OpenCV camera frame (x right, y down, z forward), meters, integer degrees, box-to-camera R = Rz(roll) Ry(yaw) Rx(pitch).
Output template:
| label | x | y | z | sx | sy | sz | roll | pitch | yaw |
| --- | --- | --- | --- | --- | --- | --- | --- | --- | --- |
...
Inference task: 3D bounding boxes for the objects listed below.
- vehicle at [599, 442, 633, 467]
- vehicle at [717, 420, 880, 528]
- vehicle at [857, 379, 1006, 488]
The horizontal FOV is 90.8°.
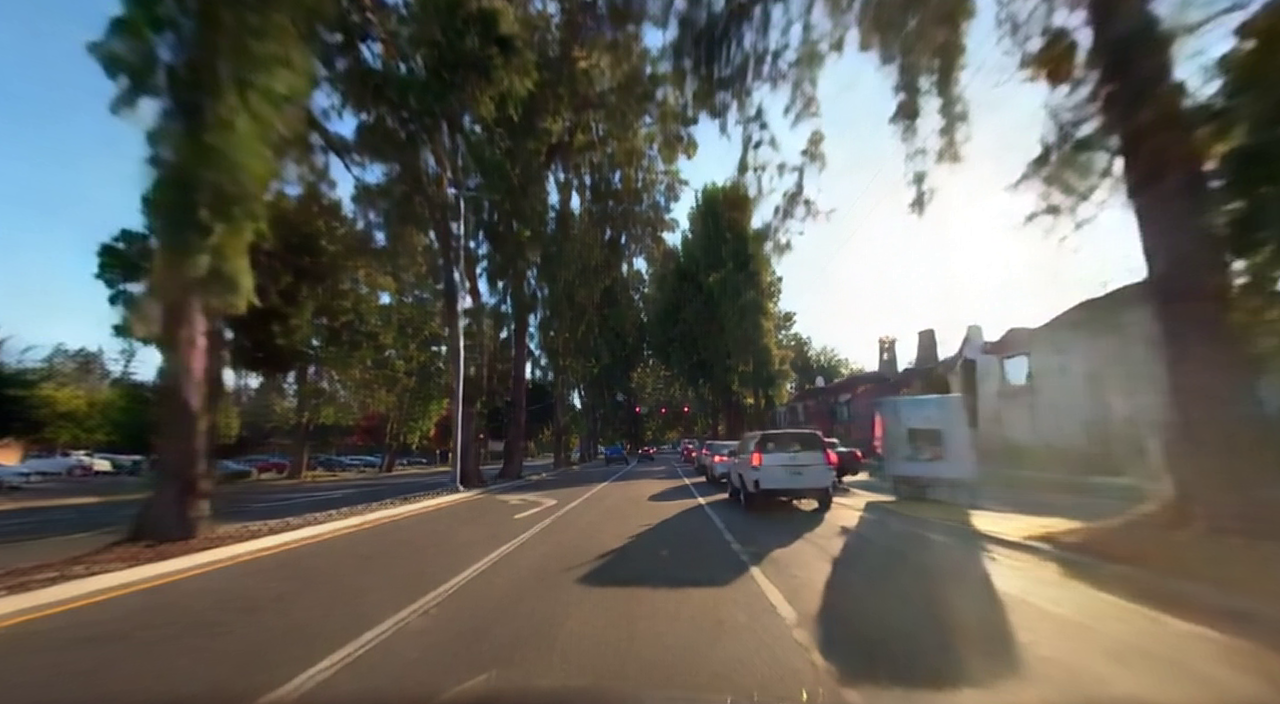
| label | x | y | z | sx | sy | sz | roll | pitch | yaw |
| --- | --- | --- | --- | --- | --- | --- | --- | --- | --- |
| vehicle | -1.695 | 7.437 | 45.917 | 2.083 | 1.691 | 4.398 | -1 | -9 | 3 |
| vehicle | 2.786 | 2.274 | 12.315 | 2.052 | 1.693 | 4.554 | 0 | -9 | 1 |
| vehicle | 6.869 | 2.013 | 15.375 | 1.933 | 2.309 | 3.468 | -1 | -9 | 1 |
